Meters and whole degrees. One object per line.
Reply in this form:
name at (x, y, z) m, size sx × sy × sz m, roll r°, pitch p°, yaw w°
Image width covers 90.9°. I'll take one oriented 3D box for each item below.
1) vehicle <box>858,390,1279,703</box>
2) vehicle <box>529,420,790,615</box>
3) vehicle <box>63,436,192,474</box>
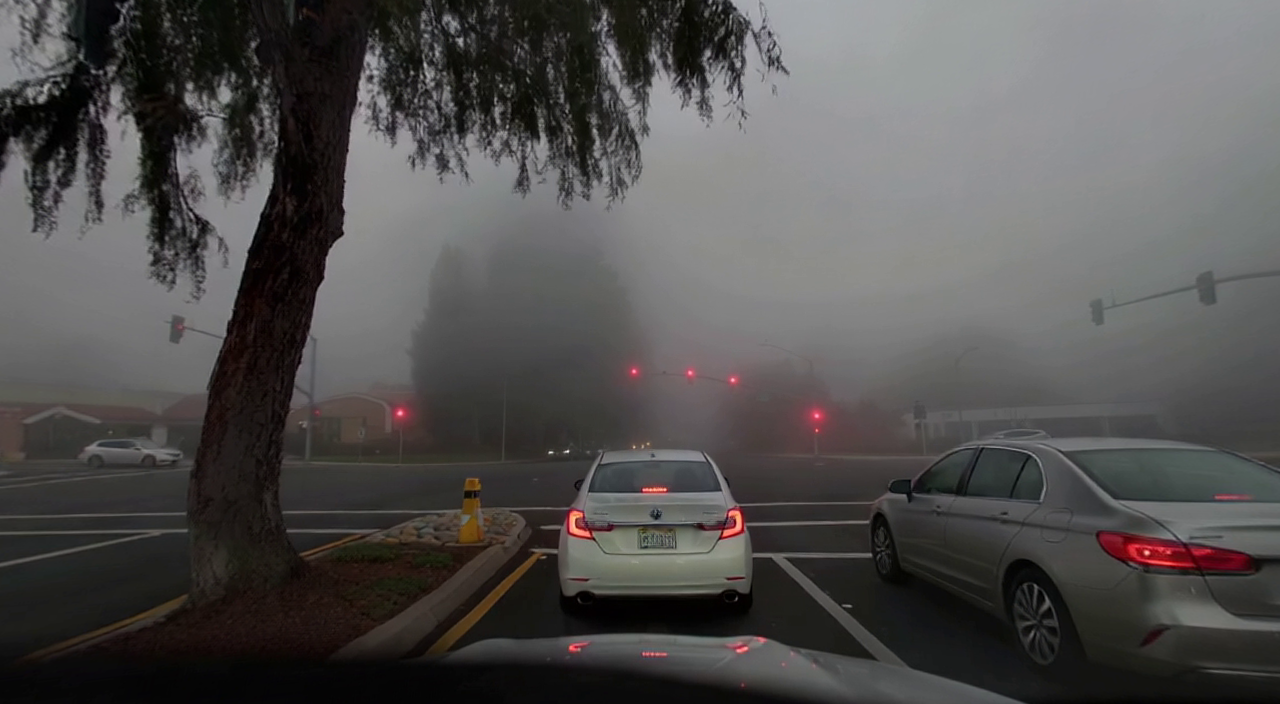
vehicle at (3.176, 1.127, 3.897) m, size 1.931 × 1.493 × 4.555 m, roll 0°, pitch -8°, yaw -1°
vehicle at (0.111, 1.566, 6.874) m, size 2.017 × 1.485 × 3.813 m, roll 0°, pitch -8°, yaw -1°
vehicle at (-24.272, 4.869, 29.991) m, size 4.450 × 1.684 × 1.894 m, roll 0°, pitch -8°, yaw 0°
